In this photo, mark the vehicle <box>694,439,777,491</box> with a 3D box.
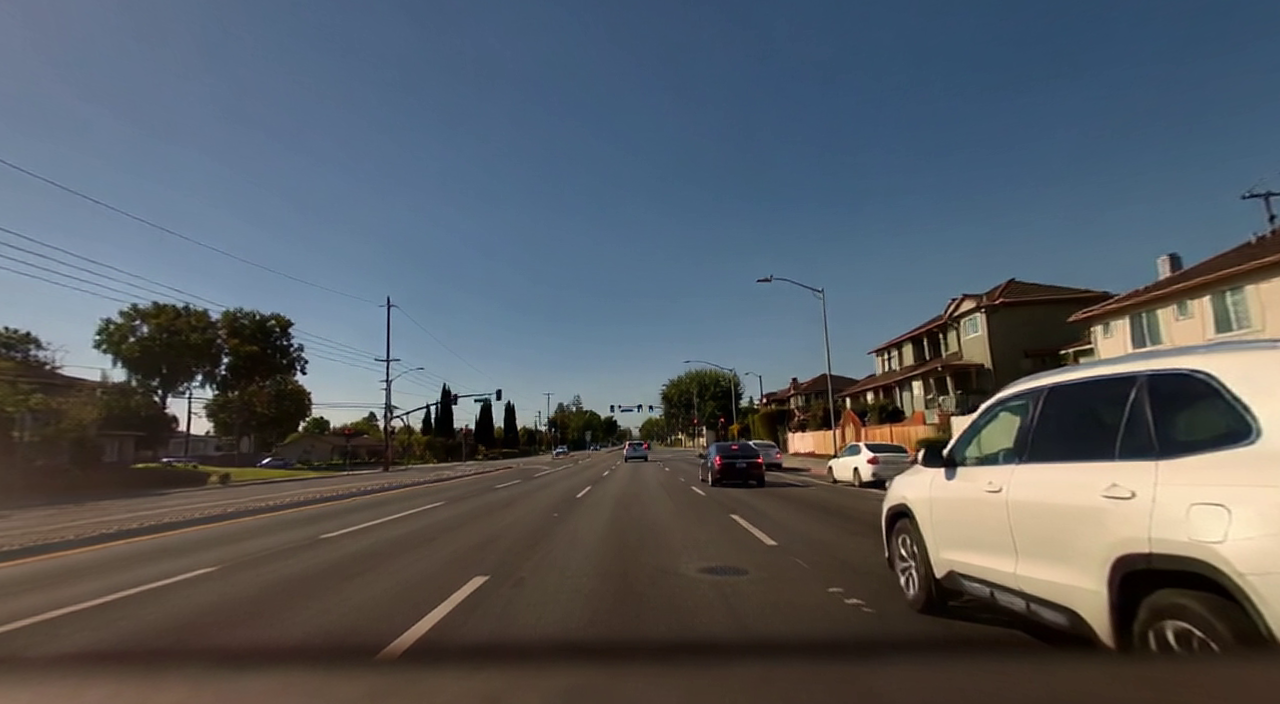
[{"bbox_3d":[2.912,3.559,20.123,1.889,1.451,4.180,0,-9,-1],"label":"vehicle"}]

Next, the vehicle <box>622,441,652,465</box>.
[{"bbox_3d":[-0.223,7.664,47.838,2.146,1.685,4.003,0,-9,-1],"label":"vehicle"}]

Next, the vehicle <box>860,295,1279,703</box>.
[{"bbox_3d":[3.126,0.927,3.481,2.129,1.761,4.610,0,-9,0],"label":"vehicle"}]
